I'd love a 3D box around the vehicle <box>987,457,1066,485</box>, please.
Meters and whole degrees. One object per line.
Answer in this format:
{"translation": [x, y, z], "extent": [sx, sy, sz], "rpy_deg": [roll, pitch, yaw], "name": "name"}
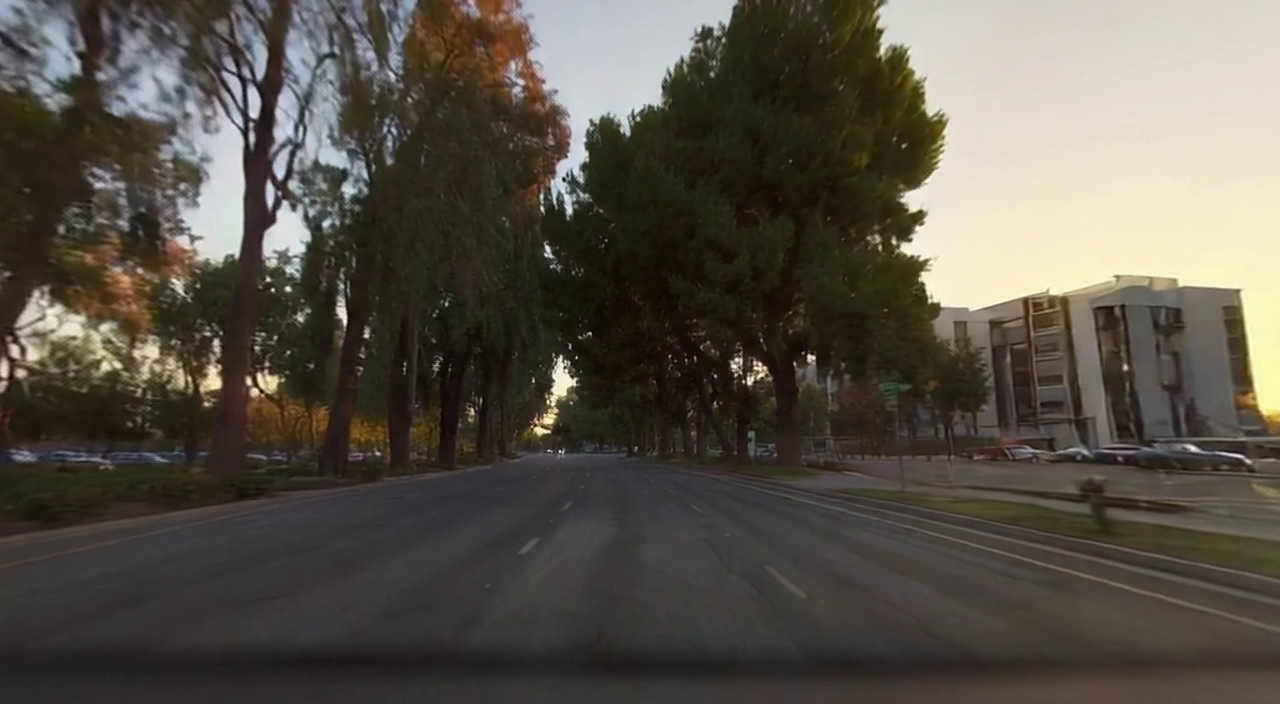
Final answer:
{"translation": [24.401, 7.506, 40.144], "extent": [1.905, 1.575, 4.678], "rpy_deg": [0, -9, -3], "name": "vehicle"}
